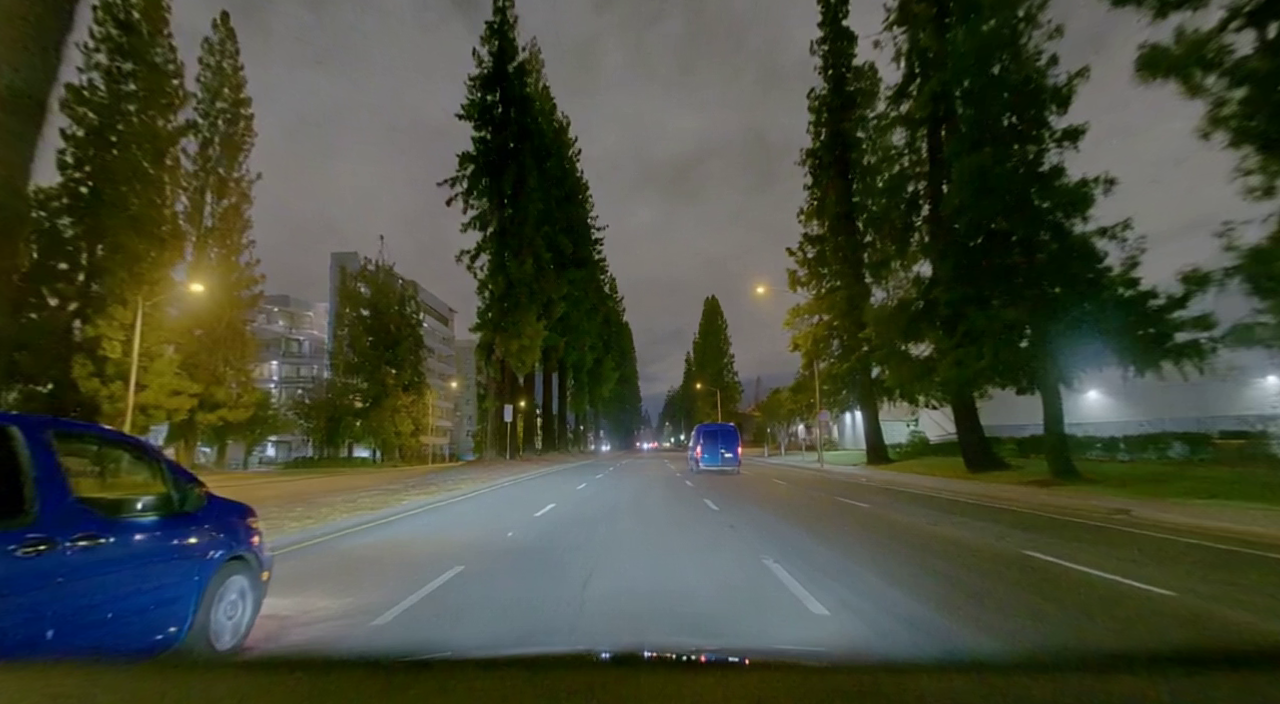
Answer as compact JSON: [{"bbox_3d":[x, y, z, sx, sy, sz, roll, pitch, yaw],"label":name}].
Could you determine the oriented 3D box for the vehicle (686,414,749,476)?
[{"bbox_3d":[3.582,4.475,30.487,2.349,2.671,5.744,0,-8,0],"label":"vehicle"}]

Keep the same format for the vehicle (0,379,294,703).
[{"bbox_3d":[-3.651,0.886,2.299,2.129,1.602,4.532,0,-8,1],"label":"vehicle"}]
